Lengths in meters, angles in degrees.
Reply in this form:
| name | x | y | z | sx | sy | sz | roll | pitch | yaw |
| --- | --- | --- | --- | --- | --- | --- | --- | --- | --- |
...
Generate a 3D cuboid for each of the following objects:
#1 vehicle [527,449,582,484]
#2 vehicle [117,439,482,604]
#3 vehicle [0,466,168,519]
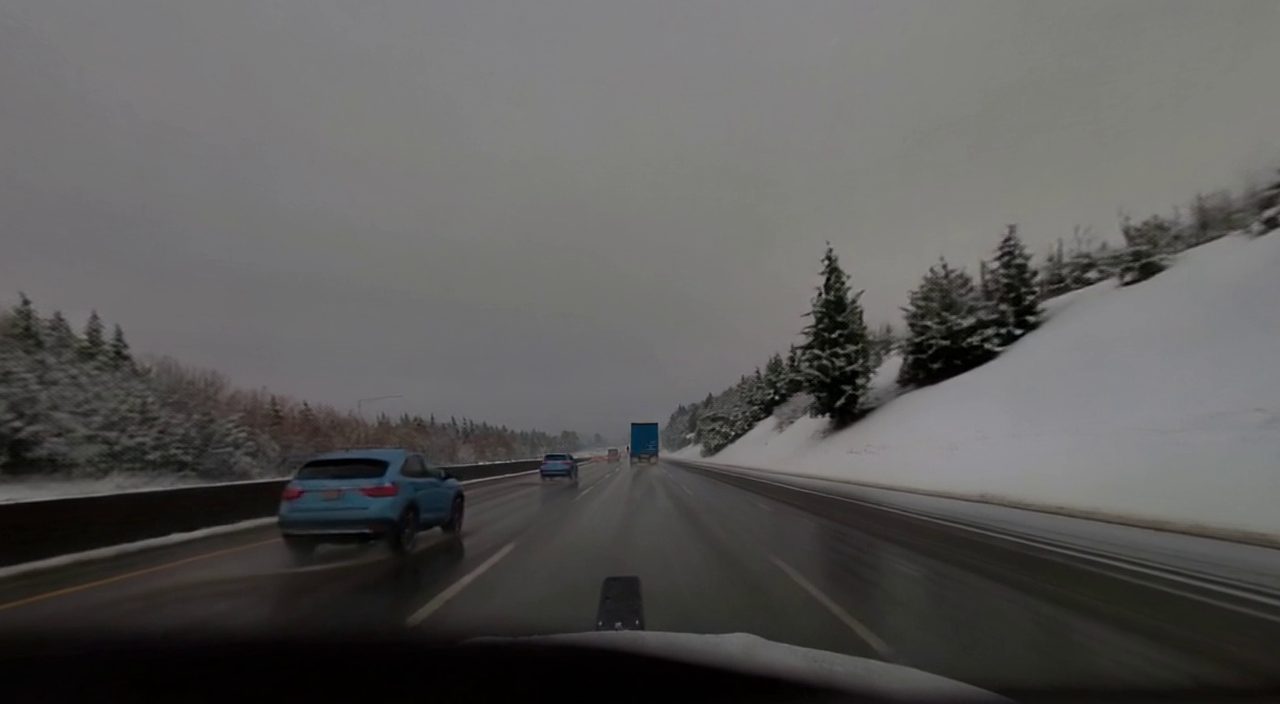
| name | x | y | z | sx | sy | sz | roll | pitch | yaw |
| --- | --- | --- | --- | --- | --- | --- | --- | --- | --- |
| vehicle | -4.029 | 5.482 | 30.447 | 2.051 | 1.537 | 4.111 | 0 | -9 | 0 |
| vehicle | -3.734 | 1.924 | 8.223 | 2.053 | 1.489 | 4.740 | 0 | -9 | 1 |
| vehicle | -19.404 | 4.843 | 22.171 | 1.908 | 1.513 | 4.745 | 0 | -9 | 0 |
